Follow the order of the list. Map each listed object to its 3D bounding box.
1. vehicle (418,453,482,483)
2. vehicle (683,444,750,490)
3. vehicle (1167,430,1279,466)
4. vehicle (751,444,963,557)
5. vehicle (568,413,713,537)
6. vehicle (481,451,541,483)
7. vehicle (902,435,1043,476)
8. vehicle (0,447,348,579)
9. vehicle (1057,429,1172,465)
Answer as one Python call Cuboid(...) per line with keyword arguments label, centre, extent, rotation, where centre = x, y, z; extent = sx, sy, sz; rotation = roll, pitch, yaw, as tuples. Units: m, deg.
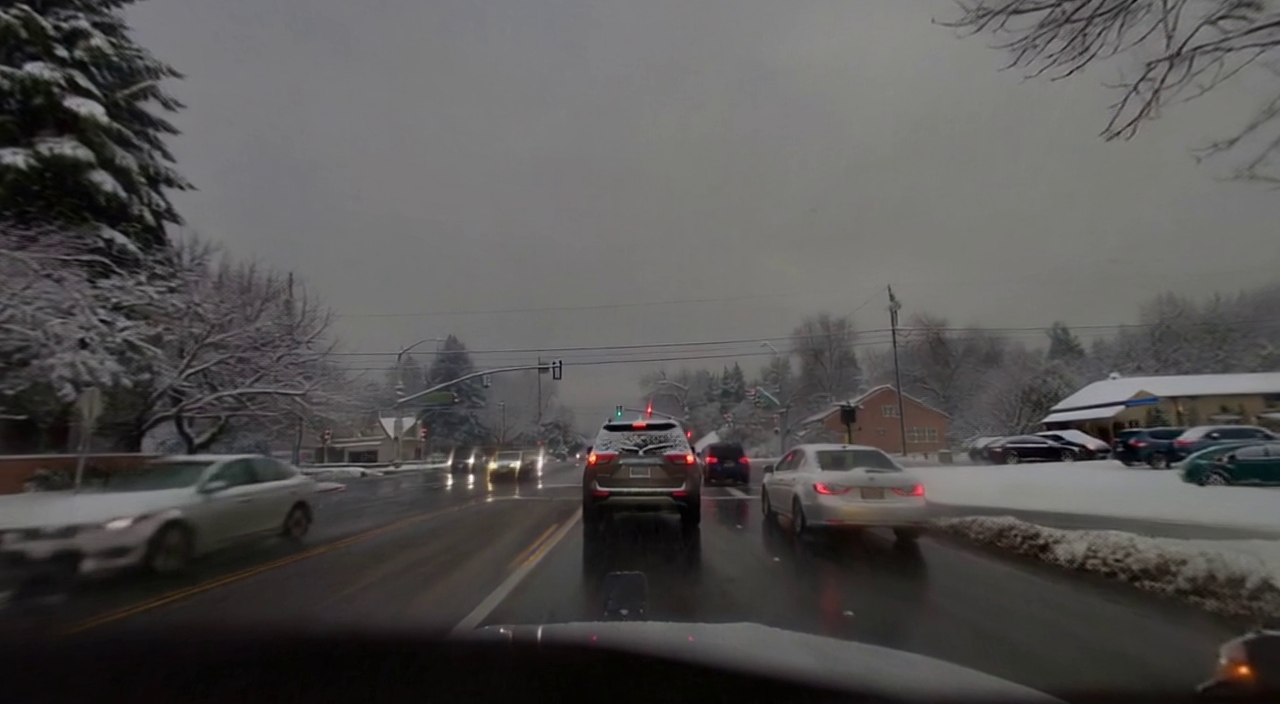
Cuboid(label="vehicle", centre=(-10.793, 6.609, 36.060), extent=(2.206, 1.544, 4.740), rotation=(0, -9, 0))
Cuboid(label="vehicle", centre=(3.055, 4.704, 26.141), extent=(2.138, 1.729, 4.178), rotation=(0, -9, -2))
Cuboid(label="vehicle", centre=(25.822, 4.142, 27.084), extent=(4.420, 1.469, 1.807), rotation=(0, -9, 1))
Cuboid(label="vehicle", centre=(3.308, 2.325, 10.681), extent=(1.900, 1.478, 4.425), rotation=(0, -9, -2))
Cuboid(label="vehicle", centre=(-0.029, 2.265, 12.108), extent=(2.296, 1.947, 4.168), rotation=(0, -9, -1))
Cuboid(label="vehicle", centre=(-6.503, 5.844, 32.227), extent=(2.054, 1.478, 4.584), rotation=(0, -9, 1))
Cuboid(label="vehicle", centre=(13.525, 4.231, 25.753), extent=(4.648, 1.583, 2.018), rotation=(0, -9, -2))
Cuboid(label="vehicle", centre=(-6.592, 2.212, 9.620), extent=(1.981, 1.478, 4.701), rotation=(0, -9, 0))
Cuboid(label="vehicle", centre=(26.519, 5.336, 35.211), extent=(4.704, 1.919, 2.130), rotation=(0, -9, -2))
